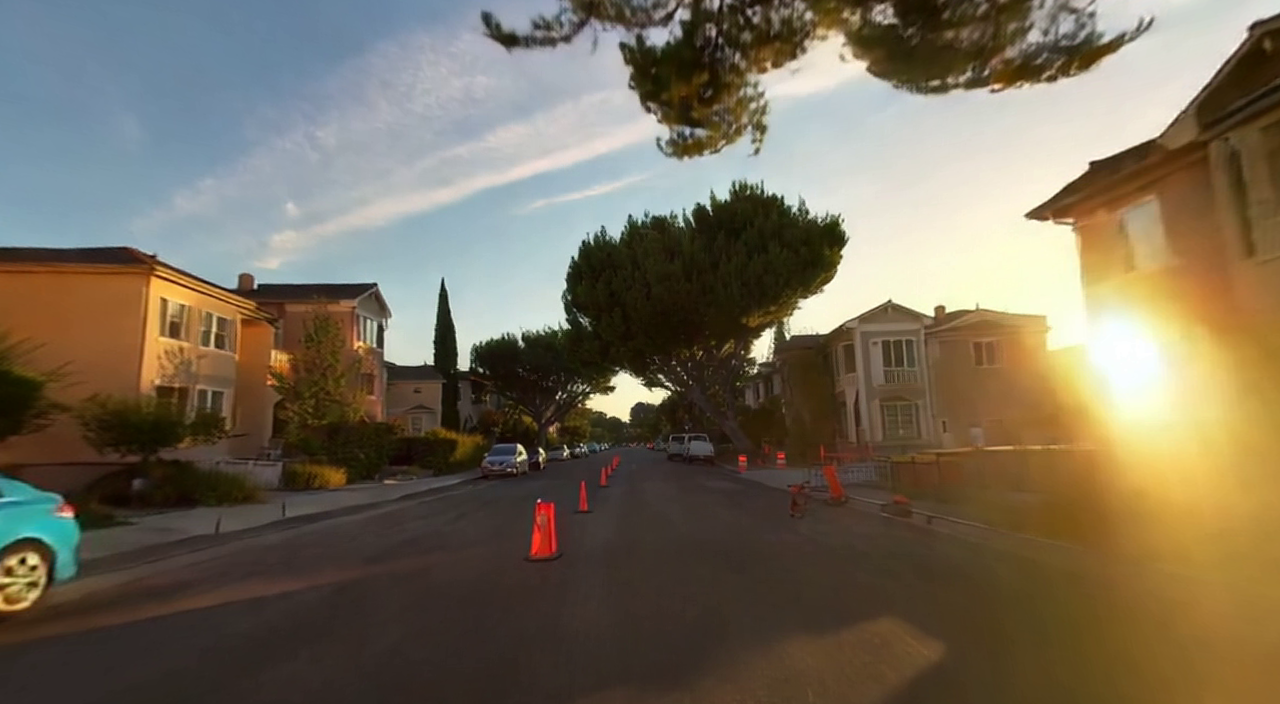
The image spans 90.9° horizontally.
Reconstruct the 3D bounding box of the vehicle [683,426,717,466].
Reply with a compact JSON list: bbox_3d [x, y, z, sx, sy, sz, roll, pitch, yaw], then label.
[{"bbox_3d":[4.012,6.318,42.434,2.082,2.534,3.248,-1,-8,3],"label":"vehicle"}]

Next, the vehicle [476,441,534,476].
[{"bbox_3d":[-6.673,5.311,31.609,1.957,1.608,4.476,0,-8,-1],"label":"vehicle"}]

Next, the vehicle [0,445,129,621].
[{"bbox_3d":[-6.552,1.400,4.382,2.137,1.481,4.503,0,-8,1],"label":"vehicle"}]
